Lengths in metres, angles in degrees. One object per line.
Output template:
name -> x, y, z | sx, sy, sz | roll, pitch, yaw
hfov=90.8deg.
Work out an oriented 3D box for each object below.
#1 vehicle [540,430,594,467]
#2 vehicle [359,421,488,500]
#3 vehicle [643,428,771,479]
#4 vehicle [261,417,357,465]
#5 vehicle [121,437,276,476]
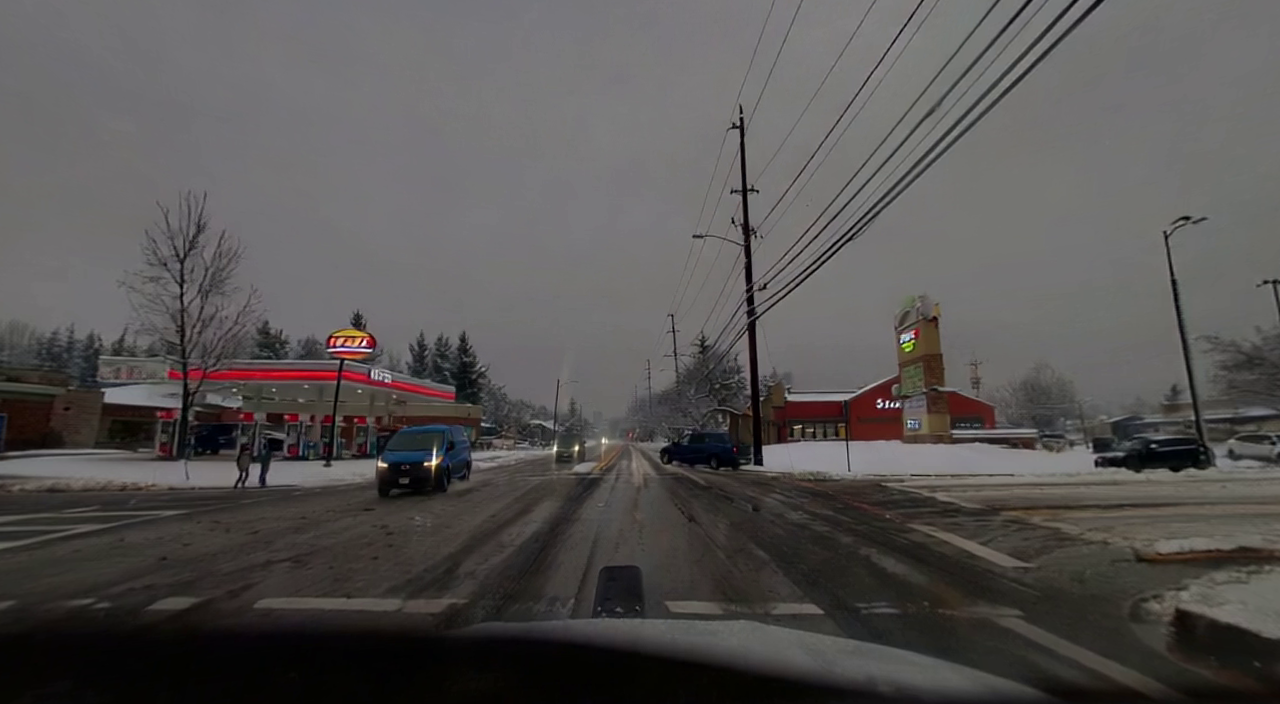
vehicle -> -3.923, 5.292, 34.662 | 2.274, 1.844, 4.843 | 0, -9, 1
vehicle -> -5.933, 3.041, 18.096 | 2.222, 1.931, 4.882 | 0, -9, -3
vehicle -> 2.395, 3.707, 23.252 | 4.271, 1.663, 2.000 | -7, -11, 41
vehicle -> -17.166, 4.675, 33.089 | 2.499, 2.309, 4.613 | 0, -9, -1
vehicle -> -17.894, 4.216, 25.713 | 5.116, 1.487, 1.928 | -1, -9, 8
